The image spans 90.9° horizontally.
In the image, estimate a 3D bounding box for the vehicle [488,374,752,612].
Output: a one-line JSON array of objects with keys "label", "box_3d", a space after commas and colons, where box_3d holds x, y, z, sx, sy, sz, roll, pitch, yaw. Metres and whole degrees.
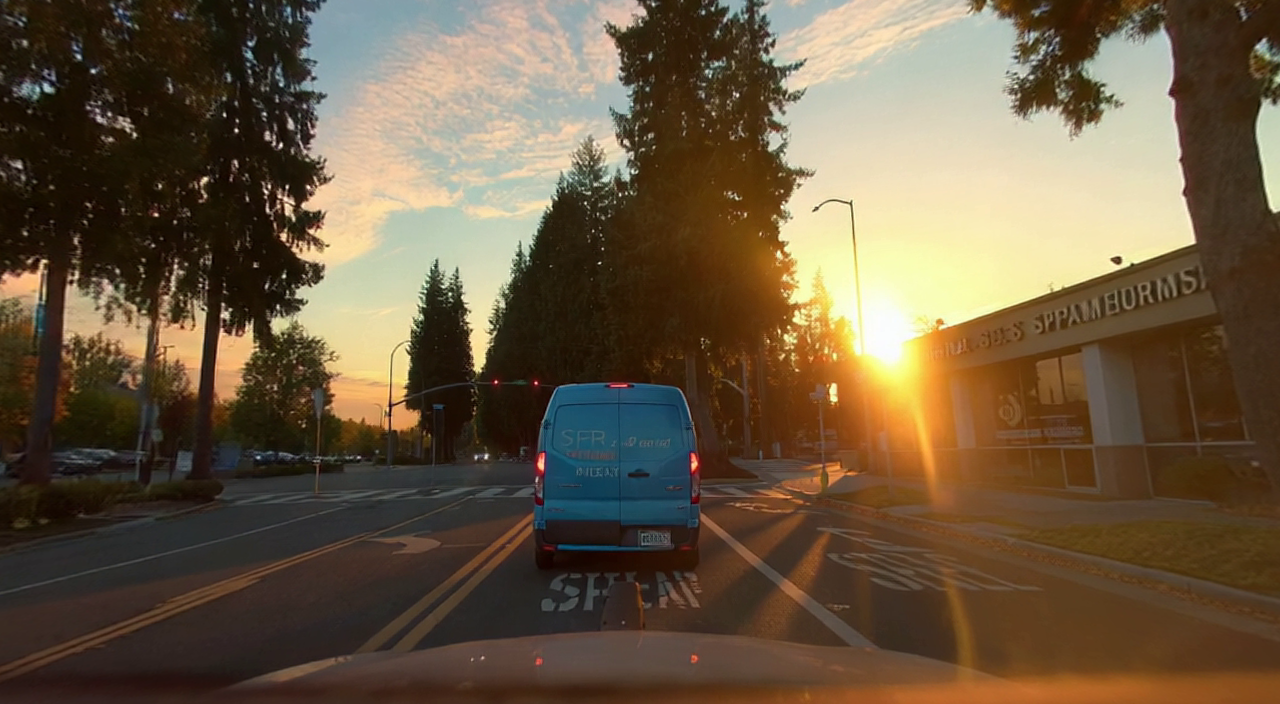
[{"label": "vehicle", "box_3d": [-0.292, 1.467, 7.298, 2.181, 1.949, 3.932, 1, -9, -4]}]
